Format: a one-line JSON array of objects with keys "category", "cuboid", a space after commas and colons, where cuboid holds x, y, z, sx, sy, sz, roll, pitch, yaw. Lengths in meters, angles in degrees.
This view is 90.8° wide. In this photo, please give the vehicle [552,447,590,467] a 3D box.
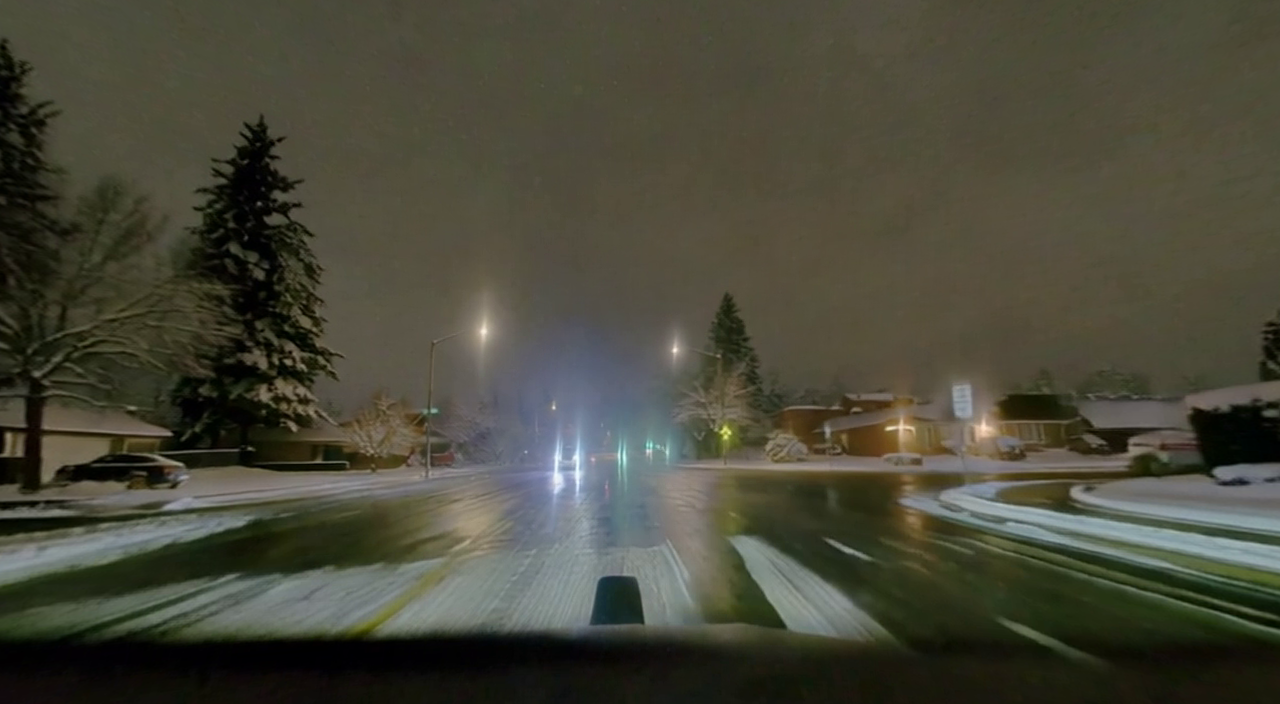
[{"category": "vehicle", "cuboid": [-5.219, 8.013, 48.405, 2.088, 1.490, 4.524, -1, -9, 5]}]

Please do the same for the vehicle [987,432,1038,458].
[{"category": "vehicle", "cuboid": [24.774, 6.219, 42.166, 2.000, 1.594, 4.976, -4, -9, 20]}]

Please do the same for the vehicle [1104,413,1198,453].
[{"category": "vehicle", "cuboid": [33.310, 5.404, 41.484, 2.411, 2.381, 6.645, -3, -9, 18]}]

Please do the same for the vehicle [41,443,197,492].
[{"category": "vehicle", "cuboid": [-20.150, 4.457, 24.612, 4.050, 1.755, 2.243, 0, -8, 0]}]
